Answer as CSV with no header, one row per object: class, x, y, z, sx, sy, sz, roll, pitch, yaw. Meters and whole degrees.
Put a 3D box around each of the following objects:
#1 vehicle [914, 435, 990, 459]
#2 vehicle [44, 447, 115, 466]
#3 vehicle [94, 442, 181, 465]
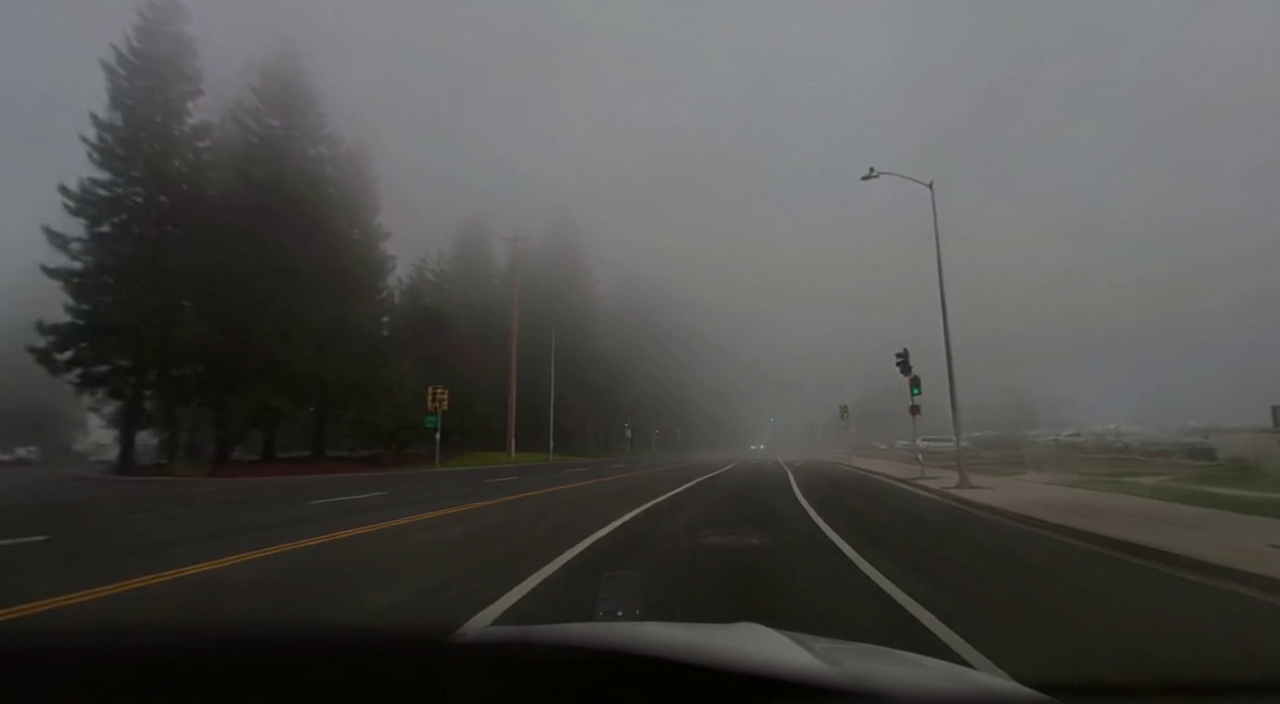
vehicle,21.643,6.611,44.076,4.341,1.479,1.729,-3,-7,13
vehicle,-43.890,8.165,49.673,1.713,1.421,3.799,-2,-9,12
vehicle,-38.724,7.841,48.949,1.946,1.658,5.042,-2,-9,13
